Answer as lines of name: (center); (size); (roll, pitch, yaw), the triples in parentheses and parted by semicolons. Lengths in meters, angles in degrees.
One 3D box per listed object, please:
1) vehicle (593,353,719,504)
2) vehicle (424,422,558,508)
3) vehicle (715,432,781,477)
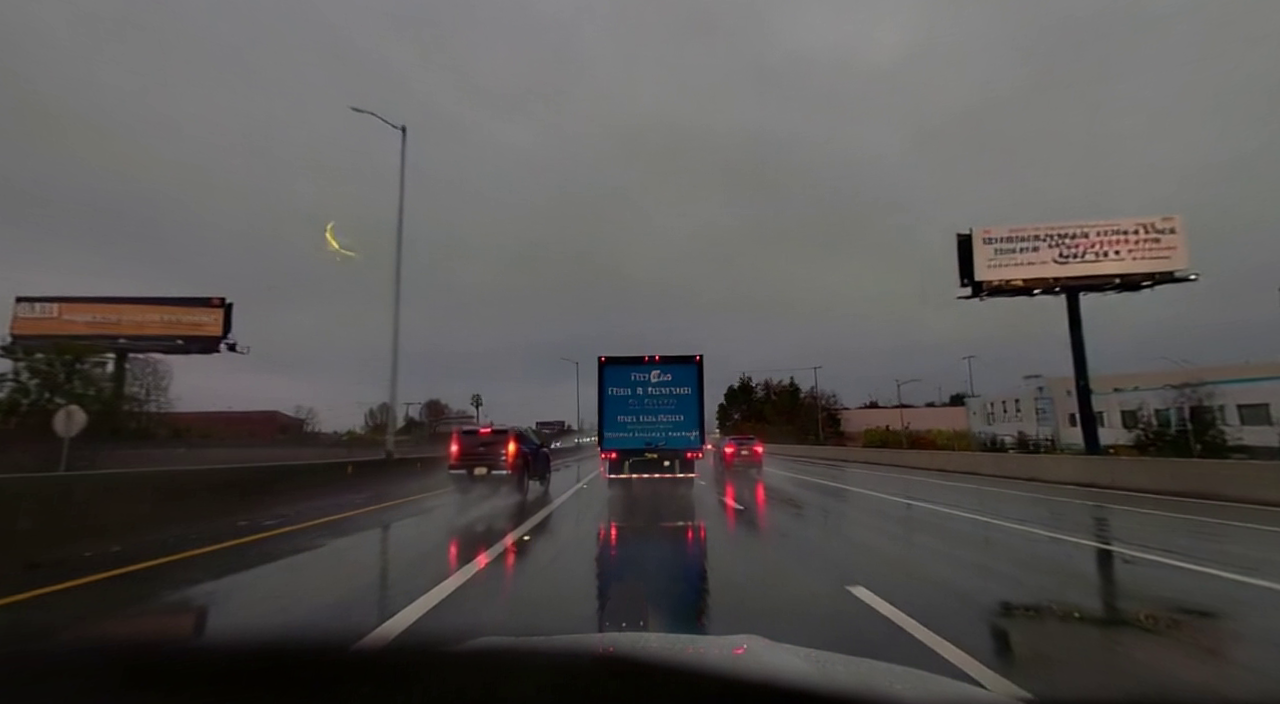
vehicle: (0.423, 2.264, 18.087); (2.733, 3.296, 8.571); (0, -8, 1)
vehicle: (-3.488, 2.741, 15.748); (2.133, 1.808, 4.349); (-1, -8, 2)
vehicle: (4.391, 4.244, 26.413); (1.986, 1.718, 4.296); (0, -8, 0)
